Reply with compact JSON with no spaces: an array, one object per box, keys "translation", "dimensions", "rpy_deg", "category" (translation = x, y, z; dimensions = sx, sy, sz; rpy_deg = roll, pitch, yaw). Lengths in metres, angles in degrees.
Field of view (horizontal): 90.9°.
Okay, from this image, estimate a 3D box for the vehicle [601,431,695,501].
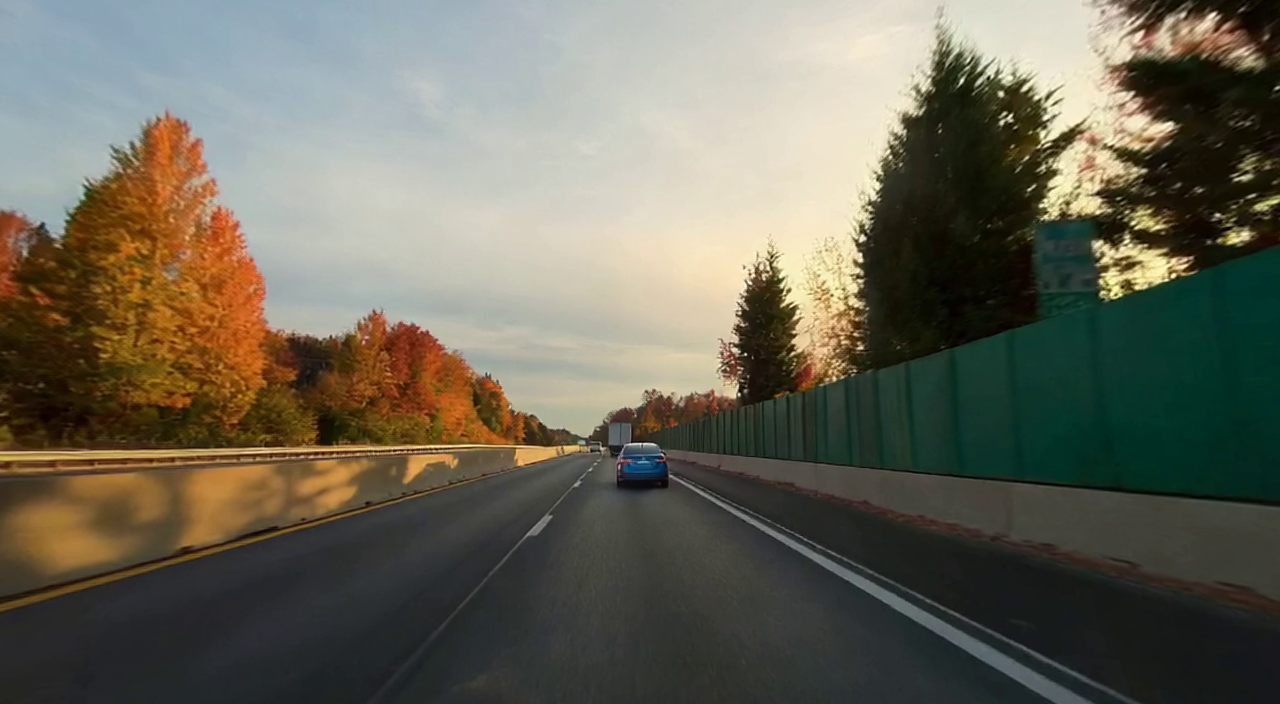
[{"translation":[0.061,2.790,15.845],"dimensions":[2.057,1.516,4.065],"rpy_deg":[1,-8,-3],"category":"vehicle"}]
